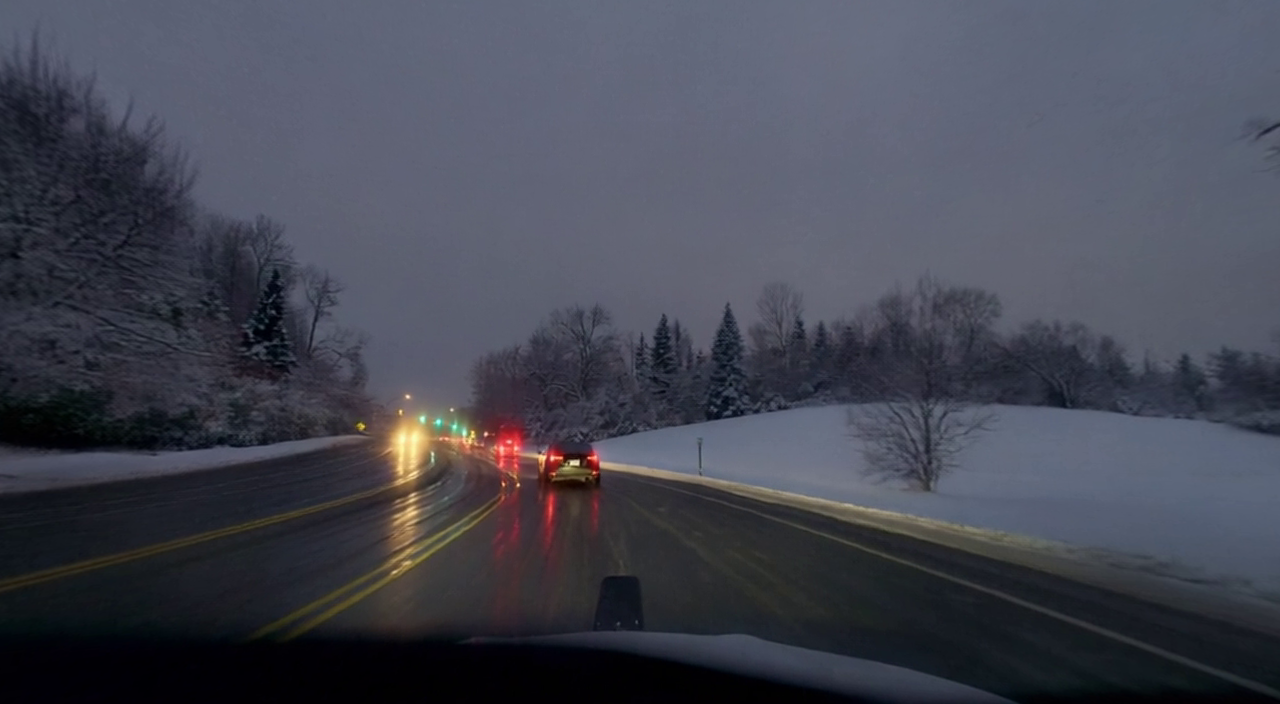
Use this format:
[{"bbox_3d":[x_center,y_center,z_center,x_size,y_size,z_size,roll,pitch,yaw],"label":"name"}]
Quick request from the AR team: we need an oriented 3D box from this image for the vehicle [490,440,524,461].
[{"bbox_3d":[-10.326,7.582,48.590,2.080,1.530,3.719,3,-9,-19],"label":"vehicle"}]

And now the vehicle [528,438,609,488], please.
[{"bbox_3d":[-2.531,3.711,21.330,2.296,1.510,4.068,2,-9,-12],"label":"vehicle"}]
